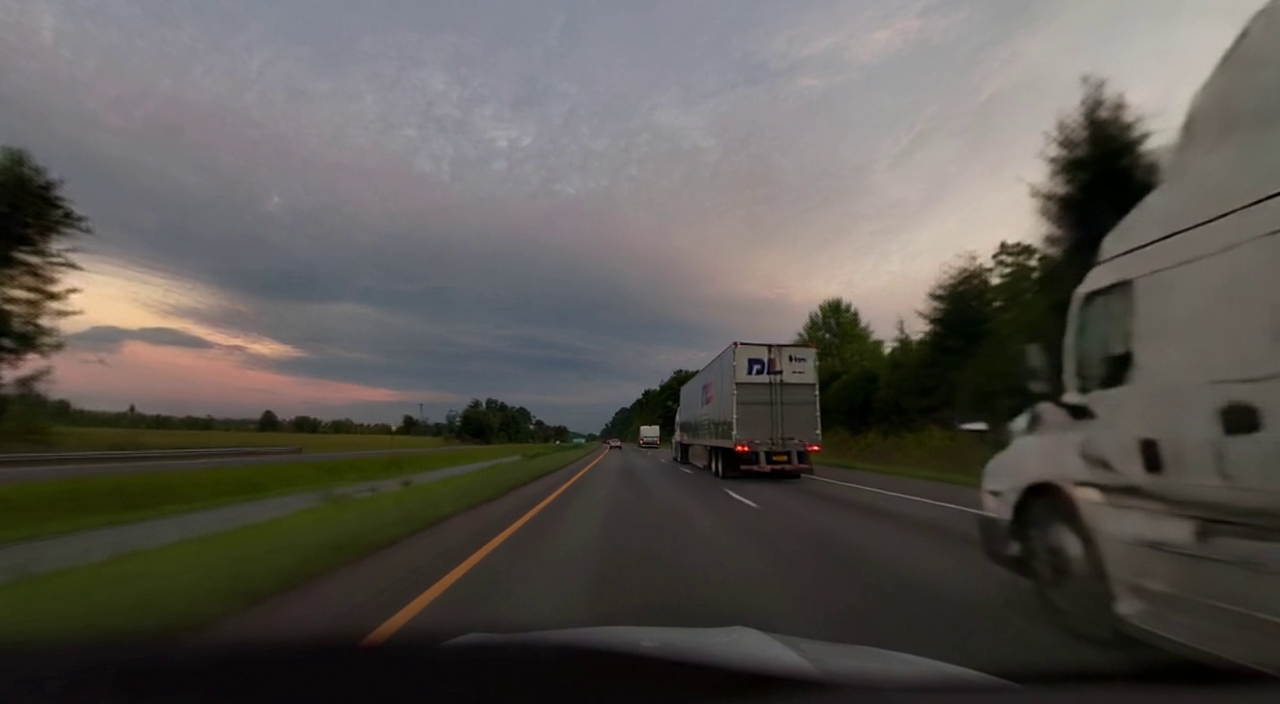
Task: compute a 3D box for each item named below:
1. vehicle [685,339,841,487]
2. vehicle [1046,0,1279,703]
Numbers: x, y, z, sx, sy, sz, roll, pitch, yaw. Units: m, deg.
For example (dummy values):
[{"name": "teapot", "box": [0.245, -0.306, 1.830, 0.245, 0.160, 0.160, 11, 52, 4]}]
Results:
[{"name": "vehicle", "box": [3.867, 2.637, 24.461, 2.871, 4.072, 14.183, 0, -8, -1]}, {"name": "vehicle", "box": [3.882, -0.578, 0.390, 3.029, 3.947, 5.924, 0, -8, -1]}]
